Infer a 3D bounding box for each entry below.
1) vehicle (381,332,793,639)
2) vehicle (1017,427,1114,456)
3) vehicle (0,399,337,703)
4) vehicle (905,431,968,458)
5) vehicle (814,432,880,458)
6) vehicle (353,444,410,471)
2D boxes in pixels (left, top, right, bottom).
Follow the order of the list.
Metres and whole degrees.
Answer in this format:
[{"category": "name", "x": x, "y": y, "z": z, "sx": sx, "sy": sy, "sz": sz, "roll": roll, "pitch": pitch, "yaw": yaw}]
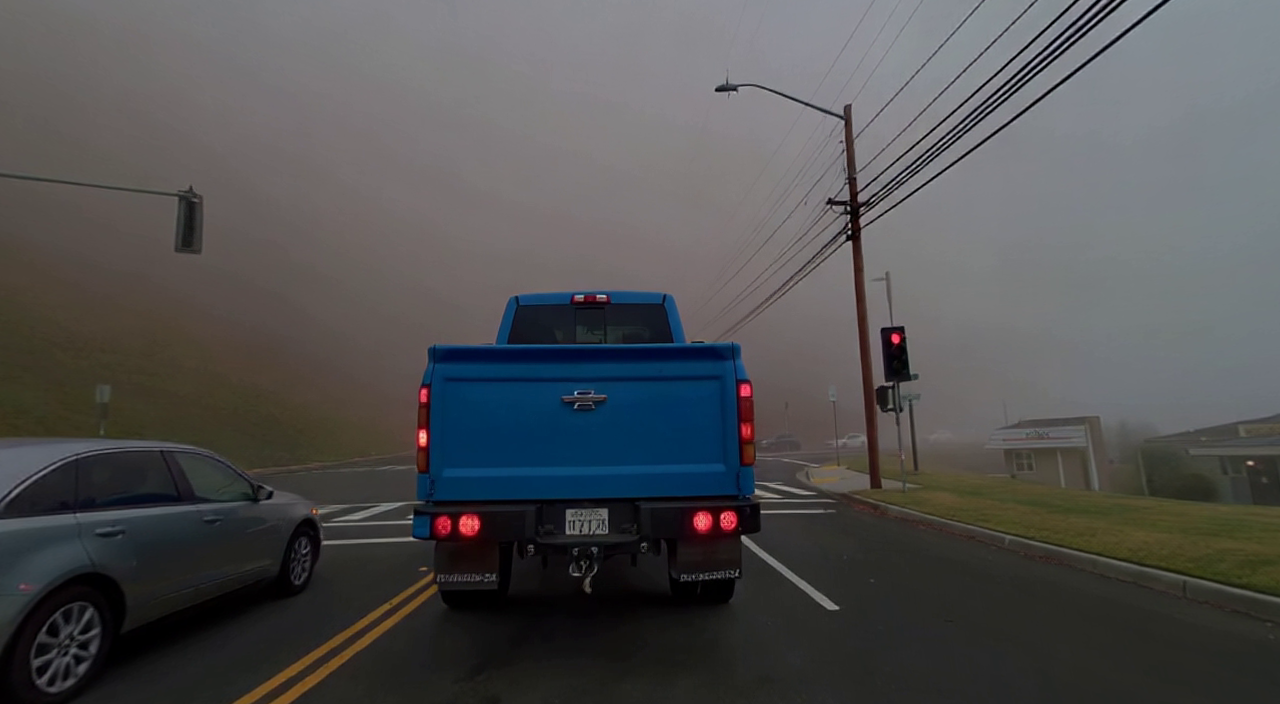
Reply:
[{"category": "vehicle", "x": -0.420, "y": 1.322, "z": 7.200, "sx": 2.859, "sy": 2.144, "sz": 5.406, "roll": 0, "pitch": -9, "yaw": -1}, {"category": "vehicle", "x": 25.563, "y": 5.391, "z": 37.923, "sx": 4.419, "sy": 1.496, "sz": 1.854, "roll": -2, "pitch": -9, "yaw": 1}, {"category": "vehicle", "x": -3.957, "y": 1.188, "z": 3.972, "sx": 2.017, "sy": 1.555, "sz": 4.150, "roll": -1, "pitch": -9, "yaw": 0}, {"category": "vehicle", "x": 20.919, "y": 6.507, "z": 44.344, "sx": 5.021, "sy": 1.757, "sz": 2.012, "roll": 7, "pitch": -11, "yaw": -40}, {"category": "vehicle", "x": 14.984, "y": 6.714, "z": 45.366, "sx": 4.975, "sy": 1.799, "sz": 2.117, "roll": 7, "pitch": -11, "yaw": -40}, {"category": "vehicle", "x": -17.119, "y": 7.011, "z": 41.904, "sx": 2.133, "sy": 1.690, "sz": 4.331, "roll": 0, "pitch": -9, "yaw": -3}]
